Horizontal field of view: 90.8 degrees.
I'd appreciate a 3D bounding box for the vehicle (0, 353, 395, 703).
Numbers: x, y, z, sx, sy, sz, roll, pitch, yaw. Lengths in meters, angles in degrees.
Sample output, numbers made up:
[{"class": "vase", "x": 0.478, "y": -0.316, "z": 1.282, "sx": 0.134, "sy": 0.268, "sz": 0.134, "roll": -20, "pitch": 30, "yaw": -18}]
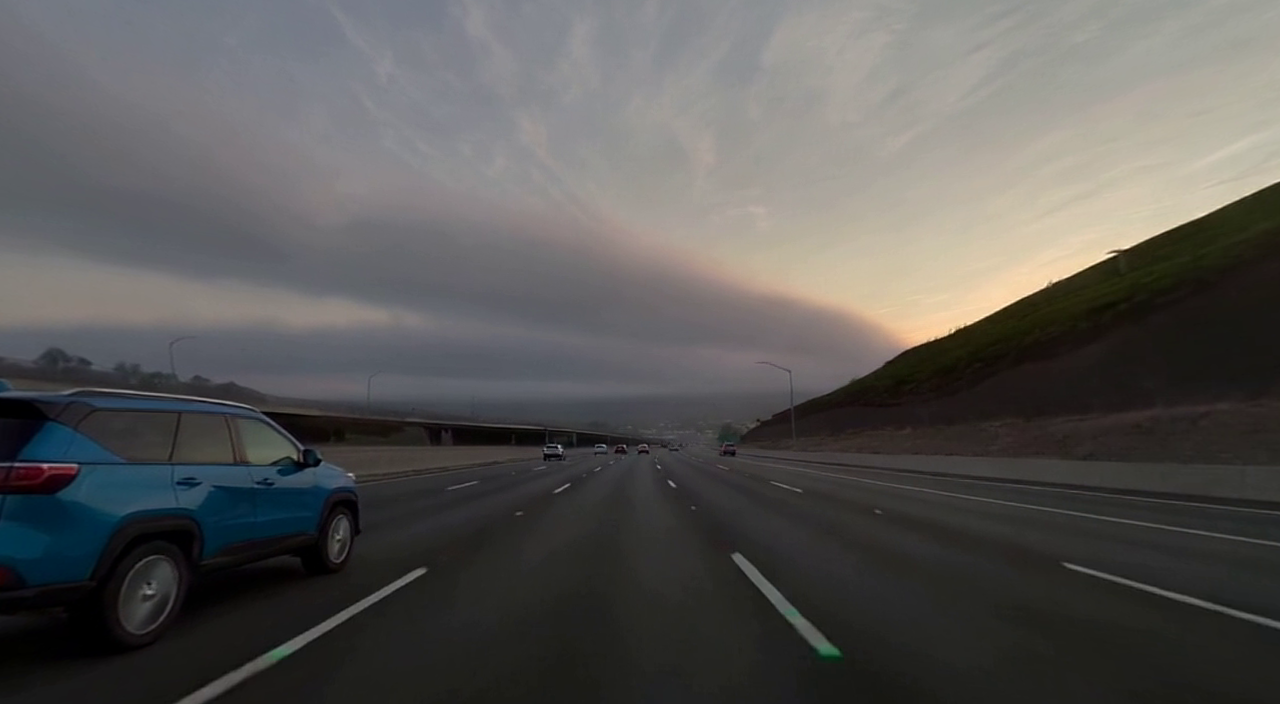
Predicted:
[{"class": "vehicle", "x": -3.880, "y": 1.186, "z": 4.911, "sx": 2.047, "sy": 1.715, "sz": 4.689, "roll": 0, "pitch": -9, "yaw": 0}]
